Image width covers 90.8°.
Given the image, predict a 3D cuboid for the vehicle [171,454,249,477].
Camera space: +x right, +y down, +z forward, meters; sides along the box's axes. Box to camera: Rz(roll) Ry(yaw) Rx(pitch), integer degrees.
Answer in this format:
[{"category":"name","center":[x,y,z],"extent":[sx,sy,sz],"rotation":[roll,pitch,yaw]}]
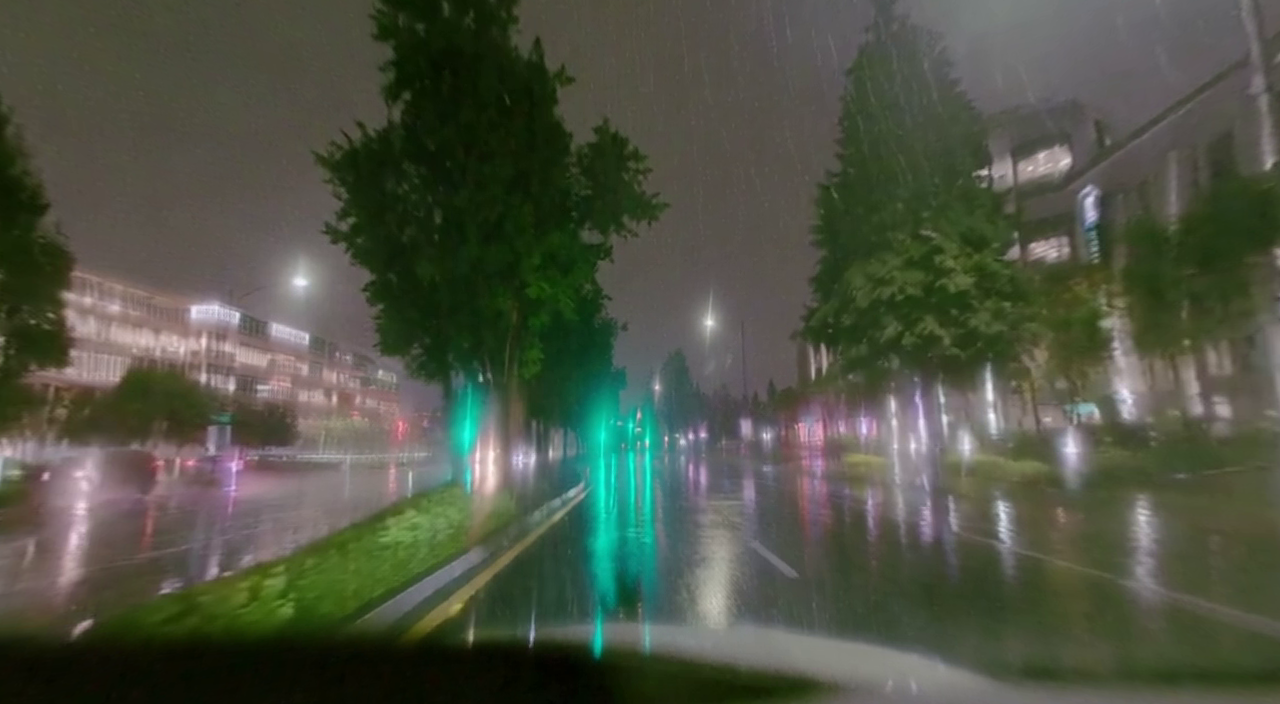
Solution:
[{"category":"vehicle","center":[-32.161,8.482,47.287],"extent":[4.486,1.614,1.950],"rotation":[-1,-9,4]}]

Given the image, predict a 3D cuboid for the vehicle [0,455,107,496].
[{"category":"vehicle","center":[-24.131,4.860,25.021],"extent":[4.213,1.493,1.875],"rotation":[0,-9,-1]}]
